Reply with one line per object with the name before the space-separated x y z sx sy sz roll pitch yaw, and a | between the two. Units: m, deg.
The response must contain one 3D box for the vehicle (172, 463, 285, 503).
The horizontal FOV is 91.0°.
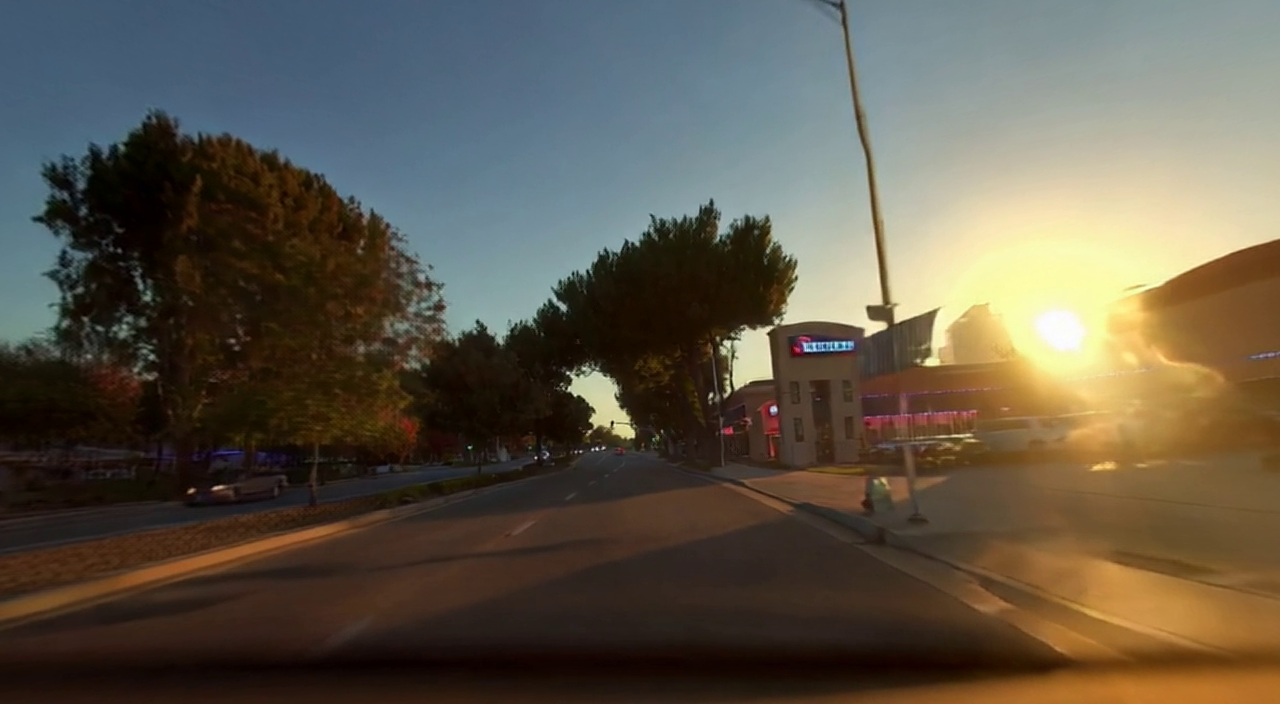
vehicle | -17.788 5.661 27.500 1.834 1.469 4.496 0 -8 0
